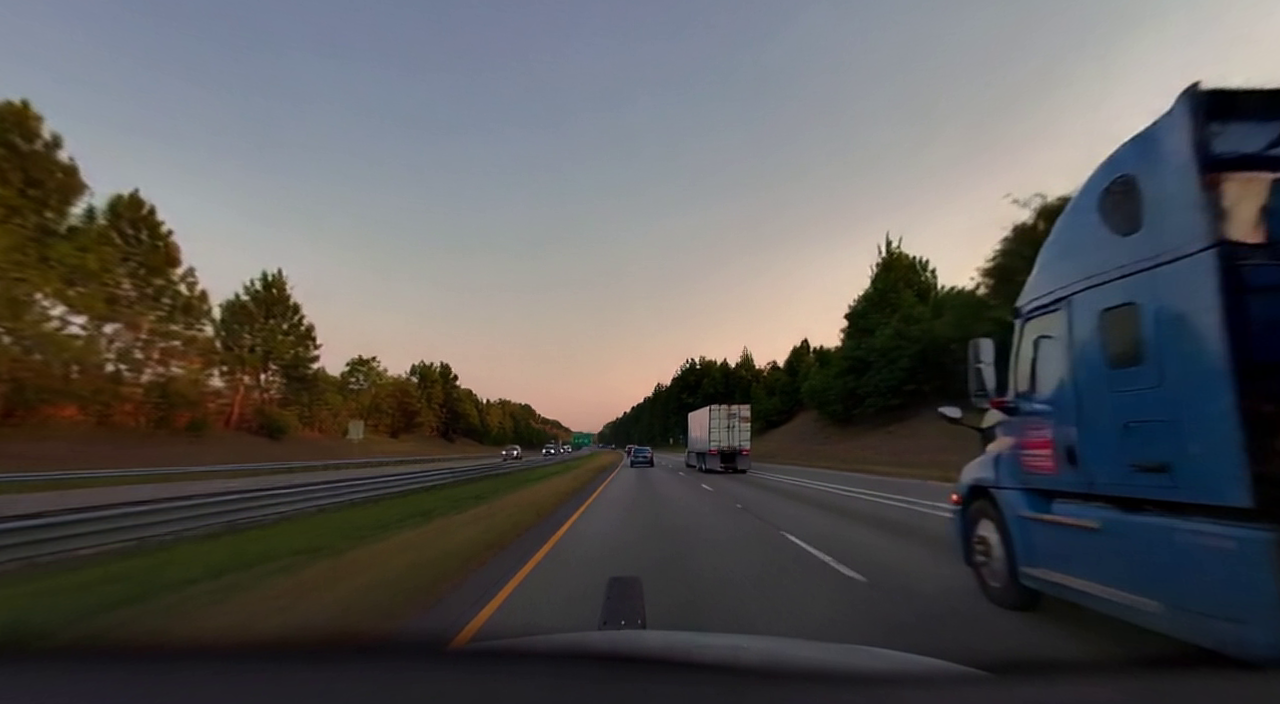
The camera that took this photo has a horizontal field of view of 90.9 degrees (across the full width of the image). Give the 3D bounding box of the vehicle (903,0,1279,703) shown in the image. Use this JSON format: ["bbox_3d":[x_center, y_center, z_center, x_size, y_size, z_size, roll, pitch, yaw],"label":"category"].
[{"bbox_3d":[3.794,-0.218,2.241,3.025,3.897,5.853,0,-9,0],"label":"vehicle"}]

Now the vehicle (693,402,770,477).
[{"bbox_3d":[4.286,4.304,30.749,2.684,3.263,5.865,0,-9,-2],"label":"vehicle"}]

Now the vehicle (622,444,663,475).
[{"bbox_3d":[0.106,5.638,33.360,2.051,1.513,4.511,0,-9,-1],"label":"vehicle"}]
